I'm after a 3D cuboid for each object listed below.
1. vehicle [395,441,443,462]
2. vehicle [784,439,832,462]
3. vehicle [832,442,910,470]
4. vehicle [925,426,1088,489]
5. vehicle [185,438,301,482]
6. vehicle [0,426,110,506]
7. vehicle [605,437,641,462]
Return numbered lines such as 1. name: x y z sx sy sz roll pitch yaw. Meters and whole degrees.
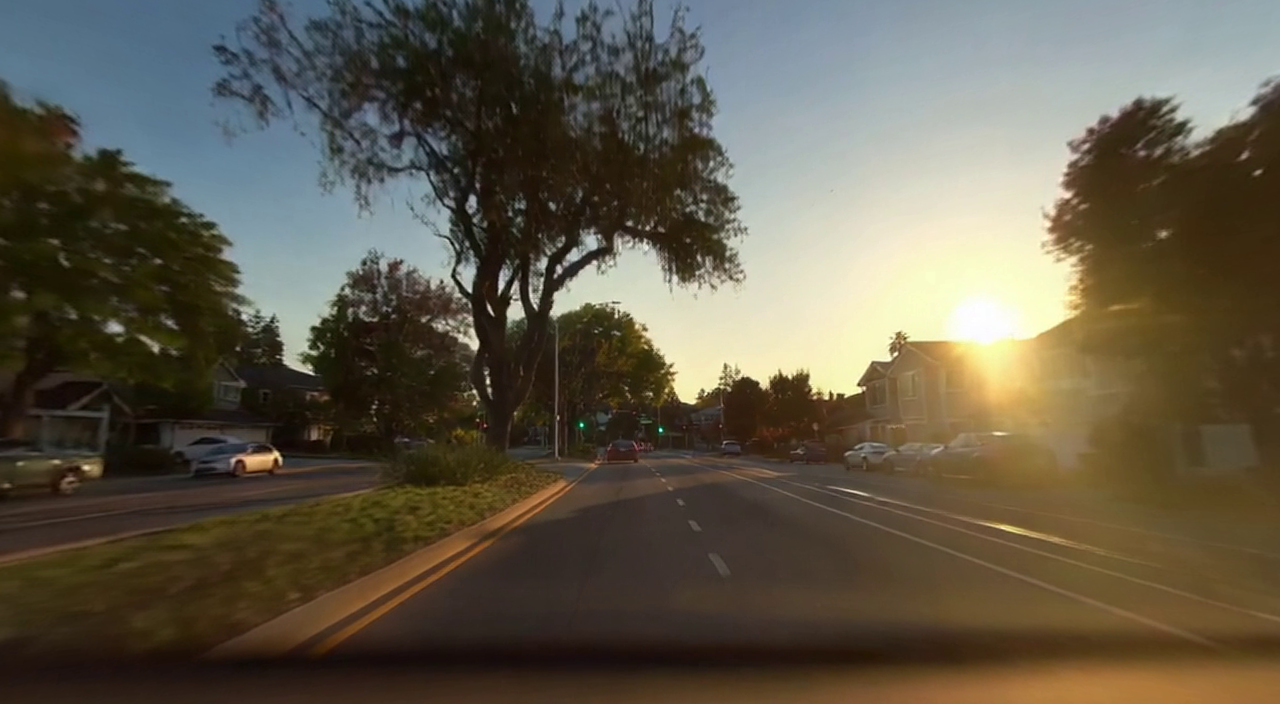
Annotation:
1. vehicle: -15.919 7.179 45.626 2.070 1.469 4.524 1 -8 -3
2. vehicle: 11.190 6.610 42.298 1.839 1.445 4.484 0 -8 -2
3. vehicle: 11.389 5.152 31.497 2.015 1.231 4.748 0 -8 -2
4. vehicle: 11.526 3.355 20.413 2.147 1.767 5.125 0 -8 0
5. vehicle: -15.205 4.144 24.419 1.884 1.540 3.927 0 -8 1
6. vehicle: -15.074 2.572 14.285 2.042 1.748 4.584 0 -8 0
7. vehicle: -1.095 6.067 39.251 2.113 1.462 4.203 0 -8 -3
